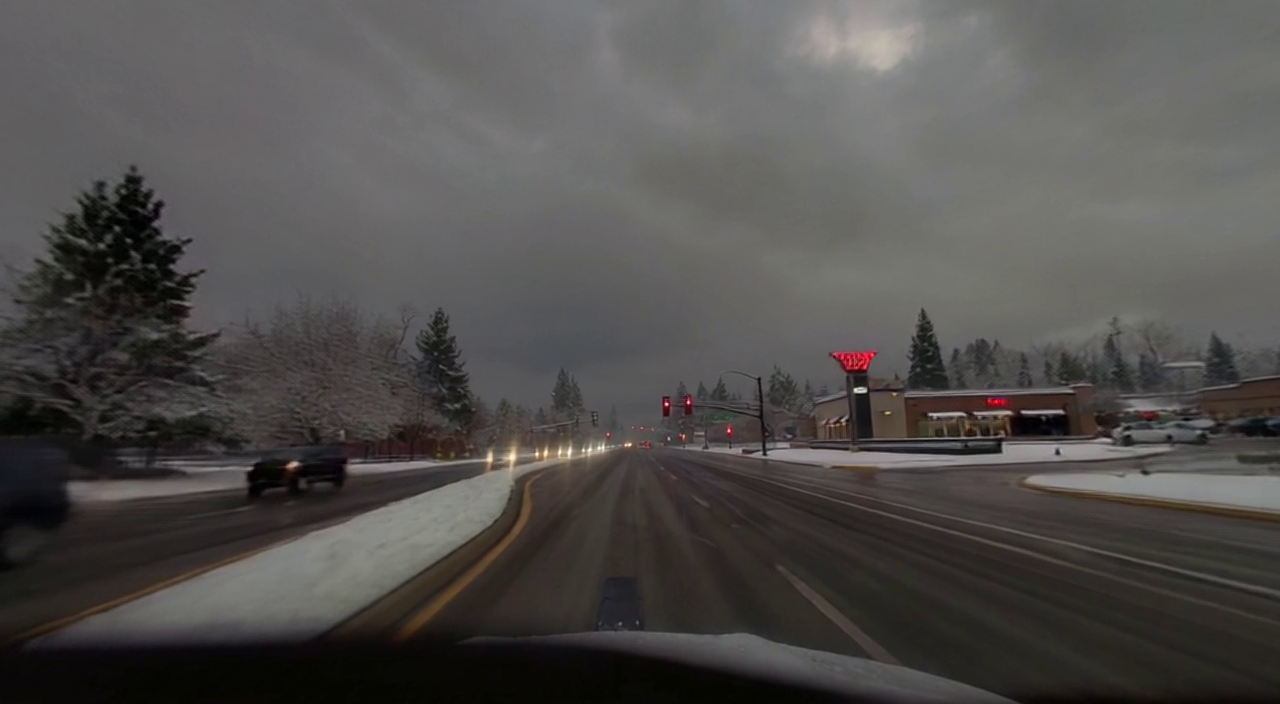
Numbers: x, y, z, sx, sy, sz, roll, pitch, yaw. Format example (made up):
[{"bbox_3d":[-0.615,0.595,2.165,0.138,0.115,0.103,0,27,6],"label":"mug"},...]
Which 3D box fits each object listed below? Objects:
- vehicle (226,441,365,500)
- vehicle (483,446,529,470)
[{"bbox_3d":[-11.683,4.019,21.945,2.066,1.798,4.838,0,-9,0],"label":"vehicle"},{"bbox_3d":[-8.765,6.945,41.646,1.959,1.505,4.622,0,-9,0],"label":"vehicle"}]
